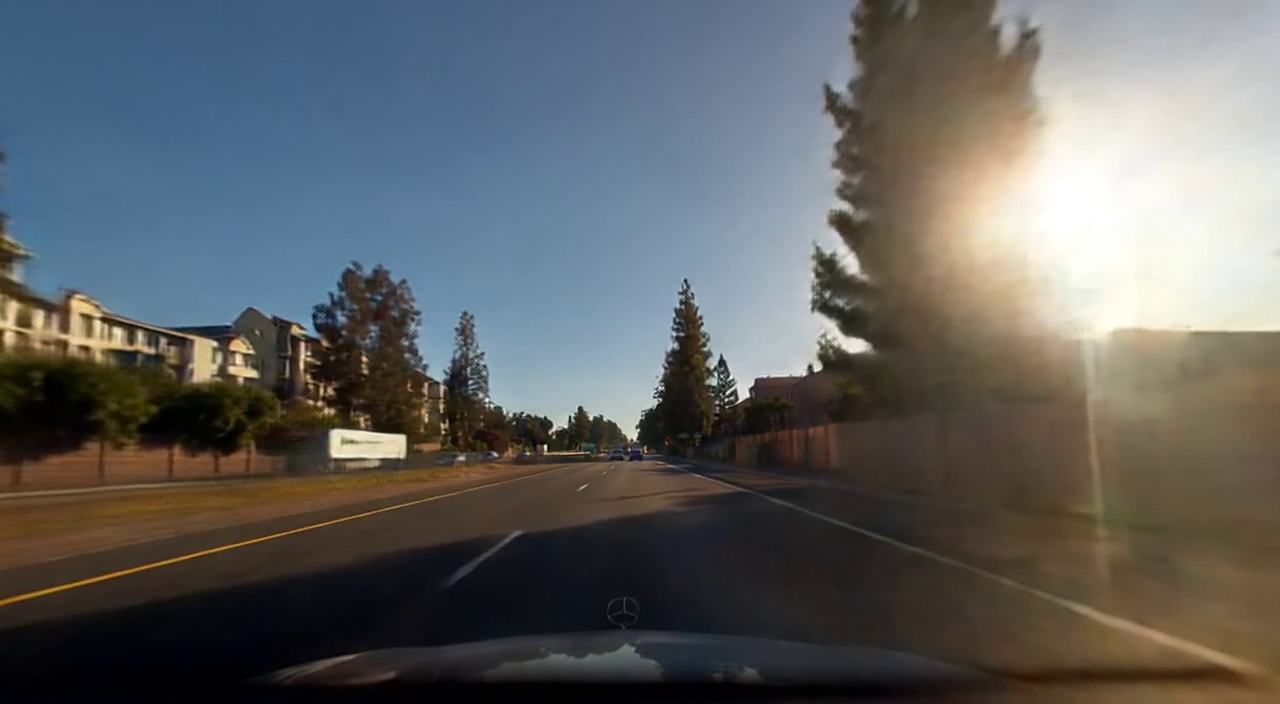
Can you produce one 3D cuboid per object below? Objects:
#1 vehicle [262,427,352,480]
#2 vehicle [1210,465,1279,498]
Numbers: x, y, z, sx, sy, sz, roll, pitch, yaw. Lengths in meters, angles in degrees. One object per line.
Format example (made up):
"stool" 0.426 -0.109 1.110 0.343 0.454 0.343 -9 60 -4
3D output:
"vehicle" -24.839 7.609 47.434 3.058 3.666 6.589 0 -9 0
"vehicle" 38.947 8.015 39.220 4.941 1.920 2.002 1 -9 -4
